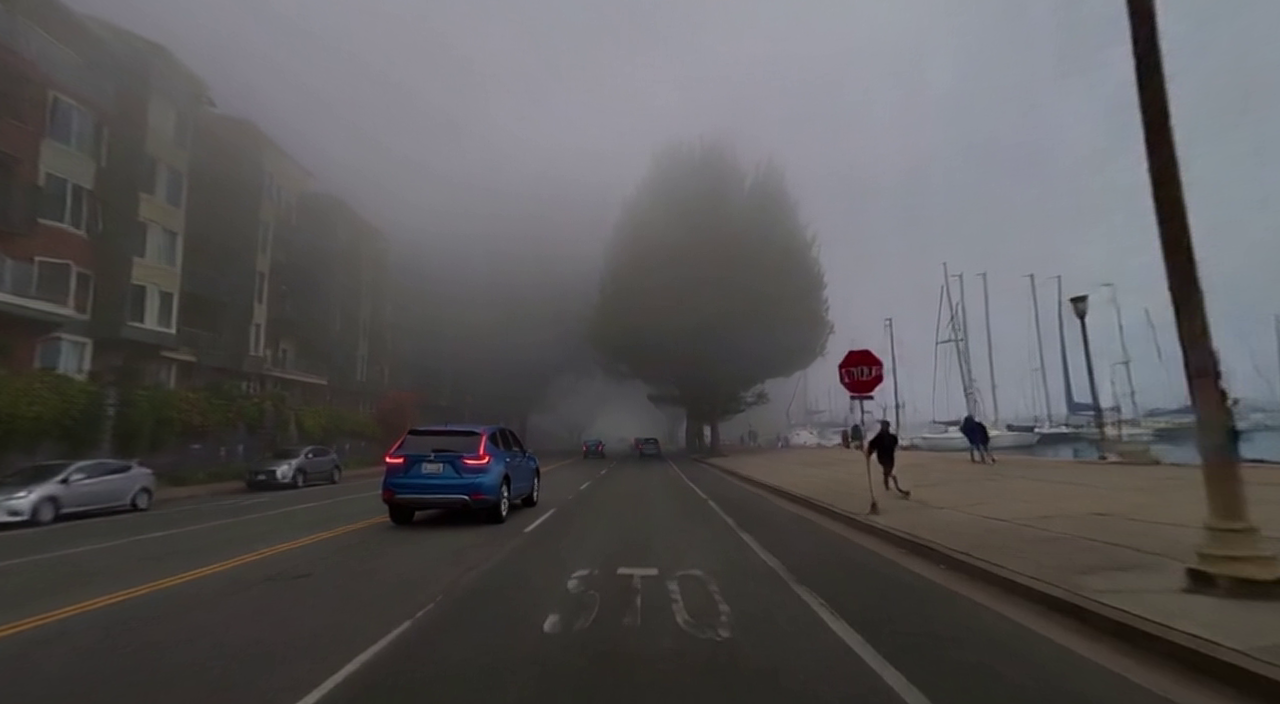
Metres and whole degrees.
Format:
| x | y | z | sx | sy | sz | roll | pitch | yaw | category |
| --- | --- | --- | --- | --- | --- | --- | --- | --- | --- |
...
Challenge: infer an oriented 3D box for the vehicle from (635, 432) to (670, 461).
| x | y | z | sx | sy | sz | roll | pitch | yaw | category |
| --- | --- | --- | --- | --- | --- | --- | --- | --- | --- |
| 0.751 | 5.769 | 38.711 | 2.057 | 1.624 | 3.726 | -1 | -8 | 1 | vehicle |

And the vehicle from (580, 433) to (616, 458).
| x | y | z | sx | sy | sz | roll | pitch | yaw | category |
| --- | --- | --- | --- | --- | --- | --- | --- | --- | --- |
| -2.881 | 6.508 | 44.005 | 2.056 | 1.680 | 4.205 | -1 | -8 | 2 | vehicle |

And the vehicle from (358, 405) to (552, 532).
| x | y | z | sx | sy | sz | roll | pitch | yaw | category |
| --- | --- | --- | --- | --- | --- | --- | --- | --- | --- |
| -3.036 | 2.030 | 11.615 | 2.082 | 1.817 | 4.724 | -1 | -8 | 1 | vehicle |

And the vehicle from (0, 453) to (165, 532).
| x | y | z | sx | sy | sz | roll | pitch | yaw | category |
| --- | --- | --- | --- | --- | --- | --- | --- | --- | --- |
| -13.635 | 3.128 | 14.467 | 1.871 | 1.463 | 4.555 | -1 | -8 | 0 | vehicle |

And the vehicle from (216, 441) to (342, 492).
| x | y | z | sx | sy | sz | roll | pitch | yaw | category |
| --- | --- | --- | --- | --- | --- | --- | --- | --- | --- |
| -13.530 | 4.289 | 24.021 | 2.117 | 1.703 | 4.373 | -1 | -8 | 2 | vehicle |
